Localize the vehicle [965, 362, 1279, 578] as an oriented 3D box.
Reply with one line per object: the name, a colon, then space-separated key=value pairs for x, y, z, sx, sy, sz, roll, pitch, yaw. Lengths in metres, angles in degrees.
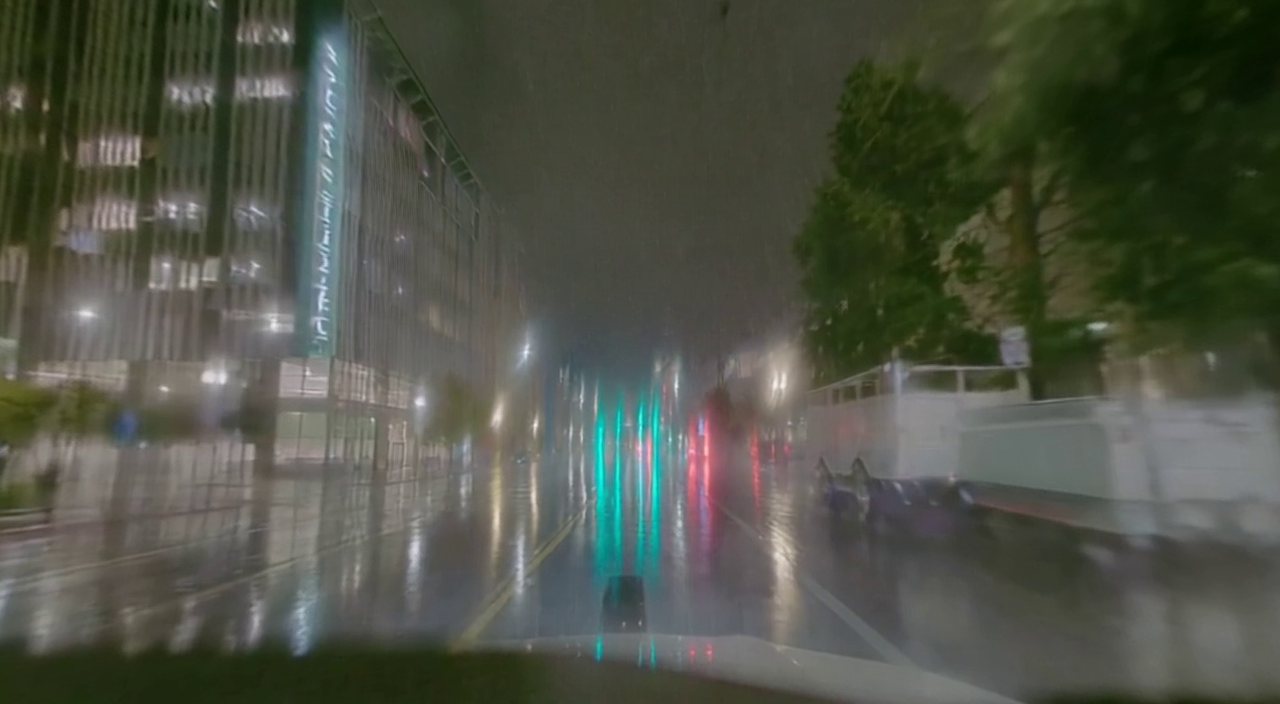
vehicle: x=6.445 y=1.546 z=8.728 sx=2.021 sy=2.433 sz=3.088 roll=0 pitch=-8 yaw=-1

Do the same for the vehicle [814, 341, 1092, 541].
vehicle: x=6.001 y=1.901 z=13.552 sx=2.750 sy=3.269 sz=6.333 roll=-1 pitch=-8 yaw=1
